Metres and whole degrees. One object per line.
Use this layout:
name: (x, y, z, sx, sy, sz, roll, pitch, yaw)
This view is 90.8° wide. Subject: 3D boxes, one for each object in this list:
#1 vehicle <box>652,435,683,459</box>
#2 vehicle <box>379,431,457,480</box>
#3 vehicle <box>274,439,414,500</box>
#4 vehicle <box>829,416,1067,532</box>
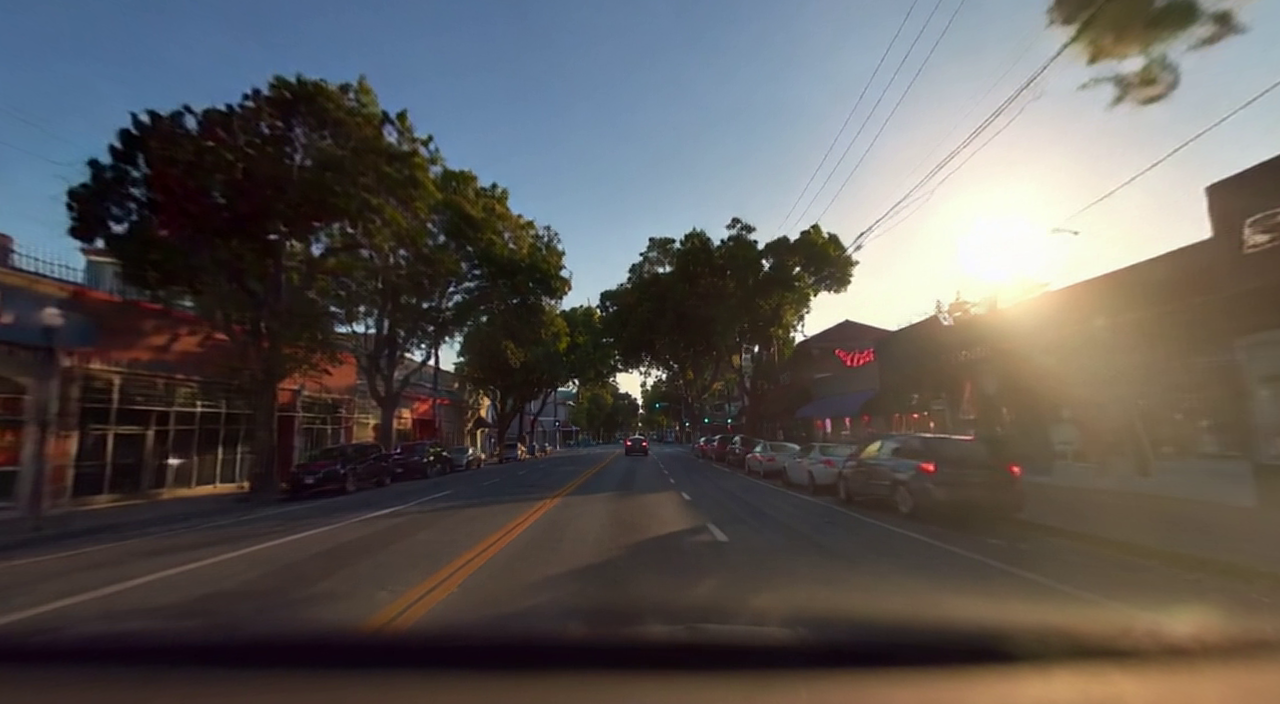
vehicle: (1.951, 6.831, 45.475, 1.998, 1.580, 4.015, 0, -8, -1)
vehicle: (-10.053, 4.712, 29.000, 2.020, 2.013, 4.758, 0, -8, -3)
vehicle: (-9.954, 3.959, 21.907, 2.081, 1.819, 5.607, 0, -8, 0)
vehicle: (5.573, 2.271, 12.441, 2.042, 1.787, 5.110, 0, -8, -1)
